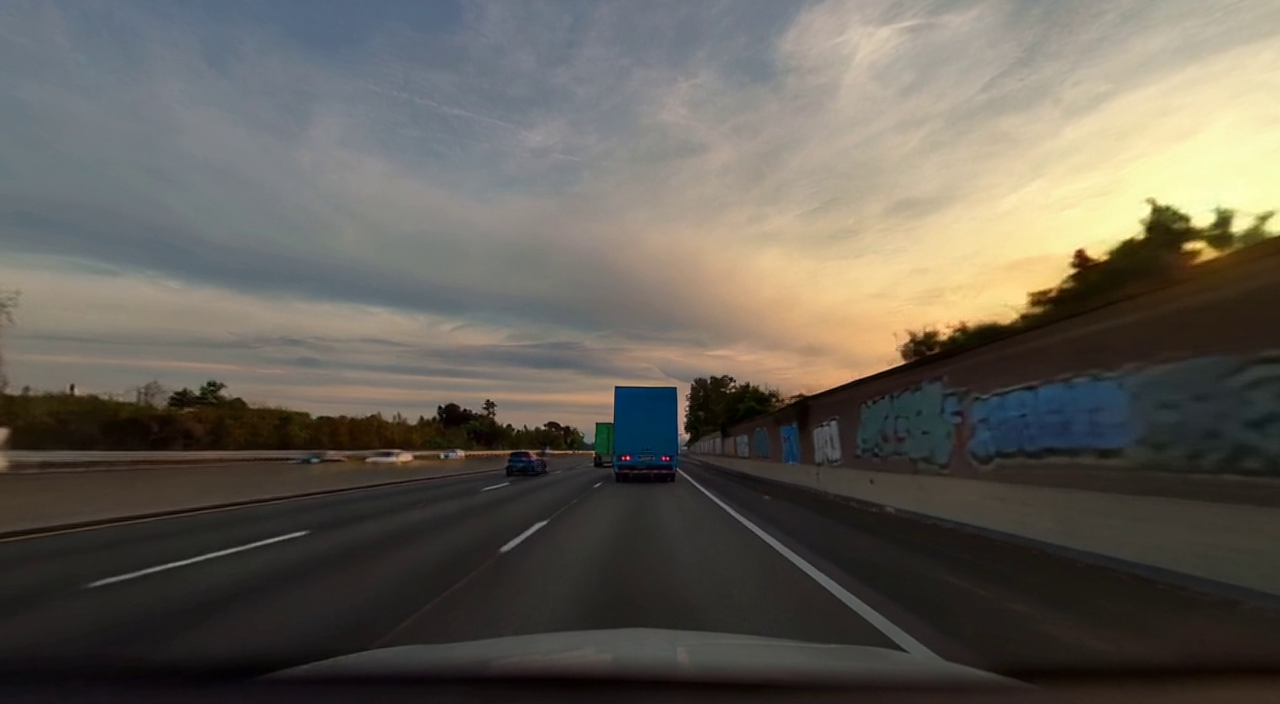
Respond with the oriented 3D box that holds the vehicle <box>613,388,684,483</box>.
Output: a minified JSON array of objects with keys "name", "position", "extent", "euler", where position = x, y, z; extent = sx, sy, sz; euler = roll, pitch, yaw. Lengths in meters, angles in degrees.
[{"name":"vehicle","position":[0.416,4.383,32.471],"extent":[2.997,4.069,10.871],"euler":[0,-9,1]}]

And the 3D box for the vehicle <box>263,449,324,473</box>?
[{"name":"vehicle","position":[-24.258,7.612,44.231],"extent":[1.874,1.538,4.045],"euler":[0,-9,2]}]

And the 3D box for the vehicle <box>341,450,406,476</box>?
[{"name":"vehicle","position":[-16.465,6.849,39.237],"extent":[1.876,1.520,4.773],"euler":[0,-9,1]}]

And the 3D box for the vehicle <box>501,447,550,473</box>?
[{"name":"vehicle","position":[-7.093,6.749,39.607],"extent":[1.998,1.529,4.850],"euler":[0,-9,2]}]
